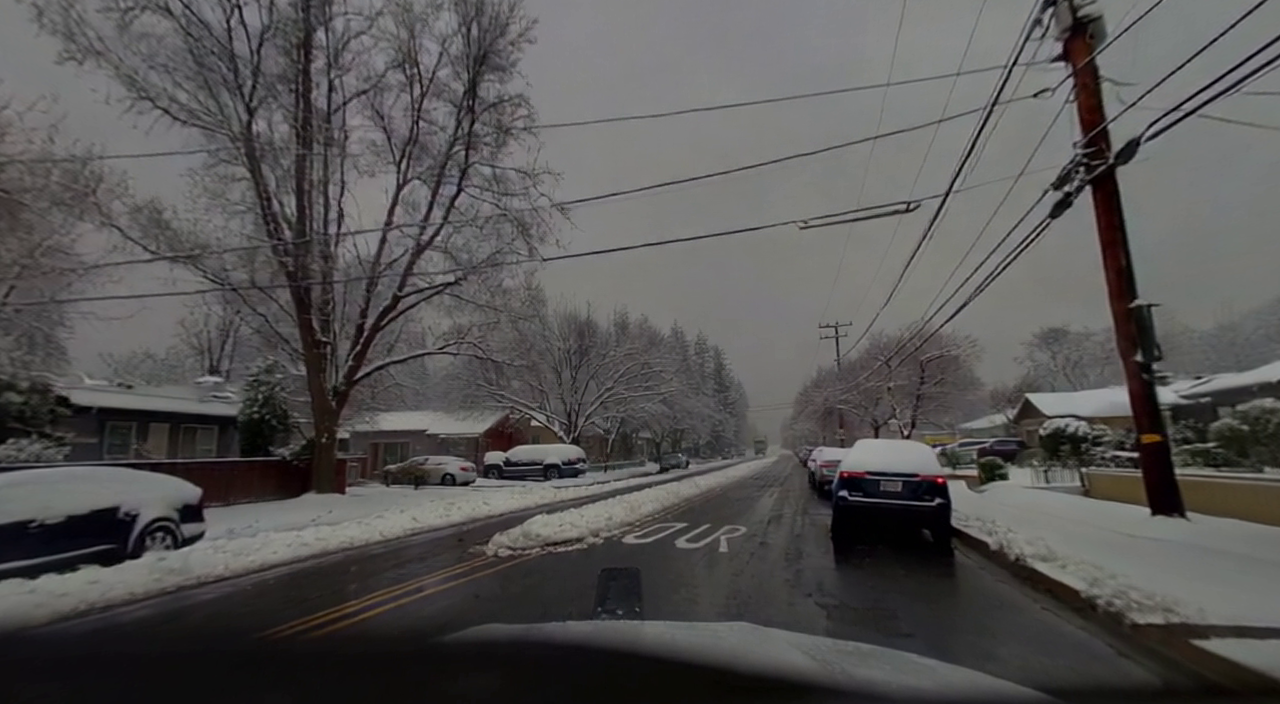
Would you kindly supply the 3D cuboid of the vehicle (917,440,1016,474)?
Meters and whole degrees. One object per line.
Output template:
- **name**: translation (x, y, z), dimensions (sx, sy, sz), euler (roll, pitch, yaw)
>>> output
- **vehicle**: translation (16.504, 5.338, 32.177), dimensions (4.075, 1.674, 1.811), euler (-2, -9, 14)

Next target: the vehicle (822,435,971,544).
- **vehicle**: translation (4.255, 2.274, 11.017), dimensions (1.908, 1.572, 3.105), euler (-2, -9, 14)

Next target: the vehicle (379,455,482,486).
- **vehicle**: translation (-10.304, 5.835, 31.210), dimensions (4.481, 1.420, 1.712), euler (-2, -9, 10)

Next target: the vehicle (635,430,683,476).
- **vehicle**: translation (1.378, 6.922, 43.574), dimensions (2.199, 2.902, 5.848), euler (-2, -9, 13)

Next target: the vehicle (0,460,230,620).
- **vehicle**: translation (-6.965, 1.860, 6.379), dimensions (1.968, 1.449, 4.502), euler (-2, -9, 14)

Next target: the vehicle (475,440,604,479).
- **vehicle**: translation (-5.420, 5.809, 34.314), dimensions (6.488, 2.009, 2.354), euler (-2, -9, 13)
